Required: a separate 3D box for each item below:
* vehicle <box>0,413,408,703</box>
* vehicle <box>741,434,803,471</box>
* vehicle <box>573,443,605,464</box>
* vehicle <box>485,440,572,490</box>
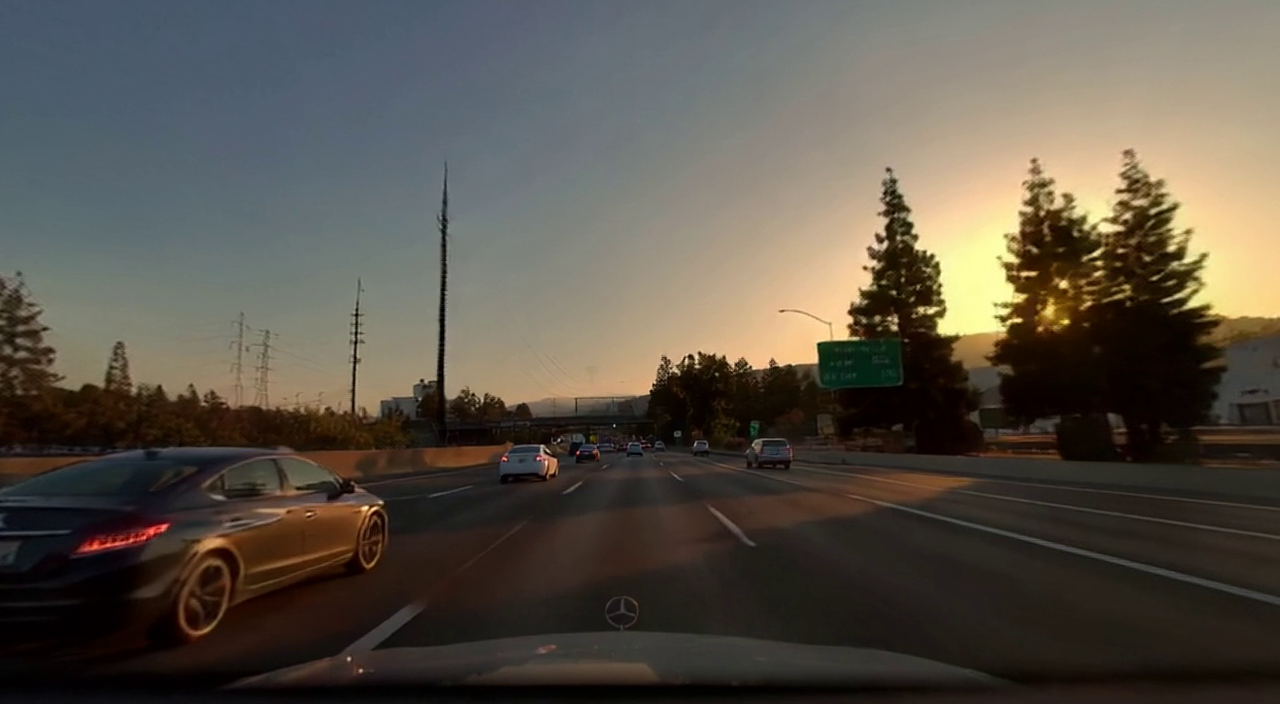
[{"bbox_3d":[-3.484,1.276,4.534,1.959,1.433,4.291,0,-9,1],"label":"vehicle"},{"bbox_3d":[6.820,5.260,33.202,2.147,1.769,4.666,0,-9,-1],"label":"vehicle"},{"bbox_3d":[-3.823,7.692,48.045,2.078,1.464,4.093,0,-9,0],"label":"vehicle"},{"bbox_3d":[-3.633,3.775,21.438,2.047,1.469,4.614,0,-9,1],"label":"vehicle"}]
